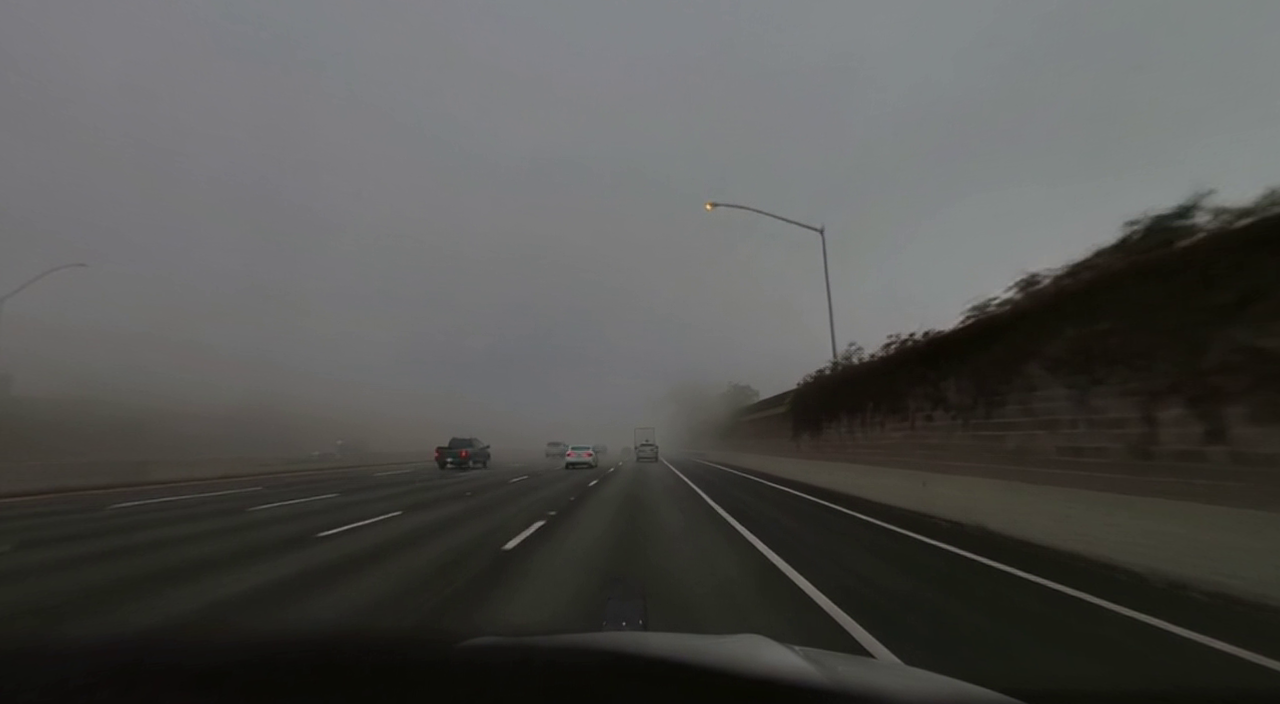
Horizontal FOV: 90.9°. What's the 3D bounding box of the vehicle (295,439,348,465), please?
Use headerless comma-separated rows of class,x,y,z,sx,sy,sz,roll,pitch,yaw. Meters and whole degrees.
vehicle,-19.086,5.975,37.911,1.435,1.355,3.223,3,-8,0

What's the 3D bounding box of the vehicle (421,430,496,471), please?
vehicle,-9.902,5.418,34.934,2.339,2.018,5.790,0,-8,1

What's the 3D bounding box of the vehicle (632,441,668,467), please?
vehicle,0.592,6.212,38.722,2.073,1.480,4.343,0,-8,0

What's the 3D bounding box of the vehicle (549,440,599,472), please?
vehicle,-3.246,5.218,31.779,2.056,1.480,4.022,0,-8,1
